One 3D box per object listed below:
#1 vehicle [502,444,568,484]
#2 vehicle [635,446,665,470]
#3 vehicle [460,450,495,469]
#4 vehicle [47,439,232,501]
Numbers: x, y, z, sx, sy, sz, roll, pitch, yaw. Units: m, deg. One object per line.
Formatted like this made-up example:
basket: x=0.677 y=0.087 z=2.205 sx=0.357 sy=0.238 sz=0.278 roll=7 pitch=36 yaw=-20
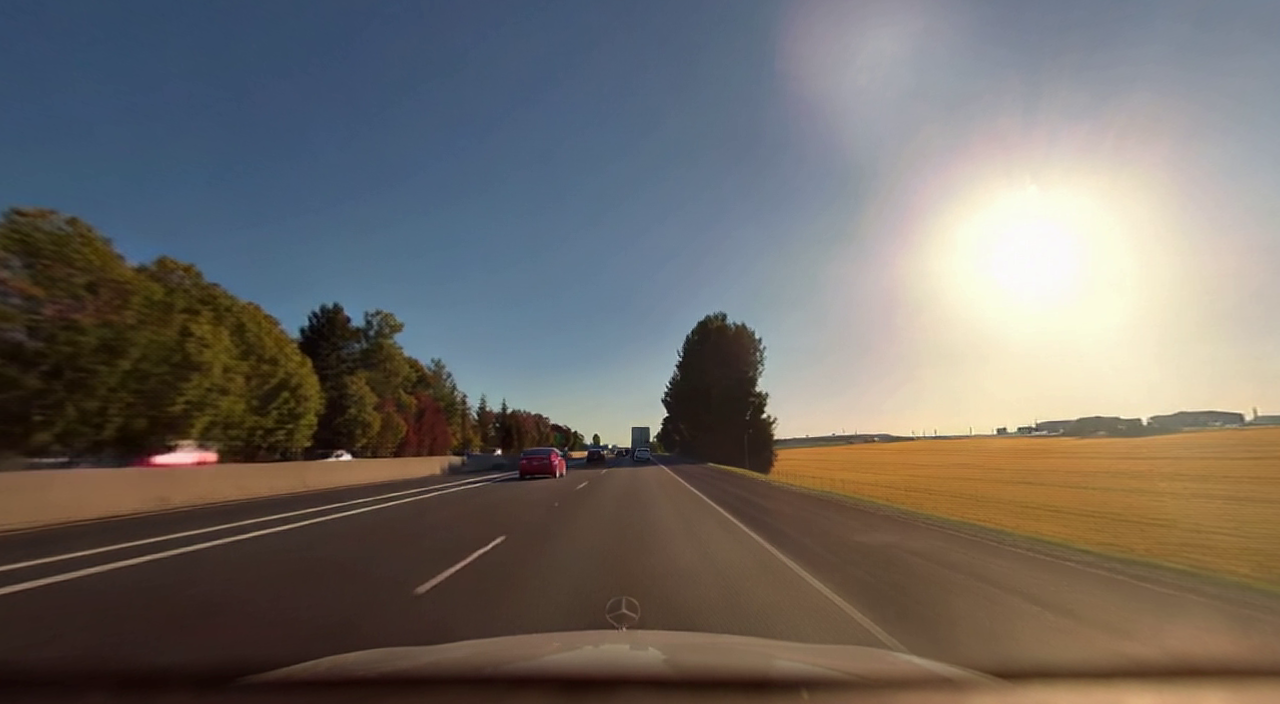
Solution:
vehicle: x=-4.398 y=4.767 z=27.045 sx=2.172 sy=1.548 sz=3.953 roll=0 pitch=-9 yaw=0
vehicle: x=0.663 y=7.445 z=44.391 sx=1.992 sy=1.593 sz=3.937 roll=0 pitch=-9 yaw=-1
vehicle: x=-12.503 y=8.309 z=48.692 sx=1.743 sy=1.405 sz=3.476 roll=0 pitch=-9 yaw=0
vehicle: x=-17.007 y=4.017 z=21.917 sx=2.376 sy=1.864 sz=4.898 roll=0 pitch=-9 yaw=0
